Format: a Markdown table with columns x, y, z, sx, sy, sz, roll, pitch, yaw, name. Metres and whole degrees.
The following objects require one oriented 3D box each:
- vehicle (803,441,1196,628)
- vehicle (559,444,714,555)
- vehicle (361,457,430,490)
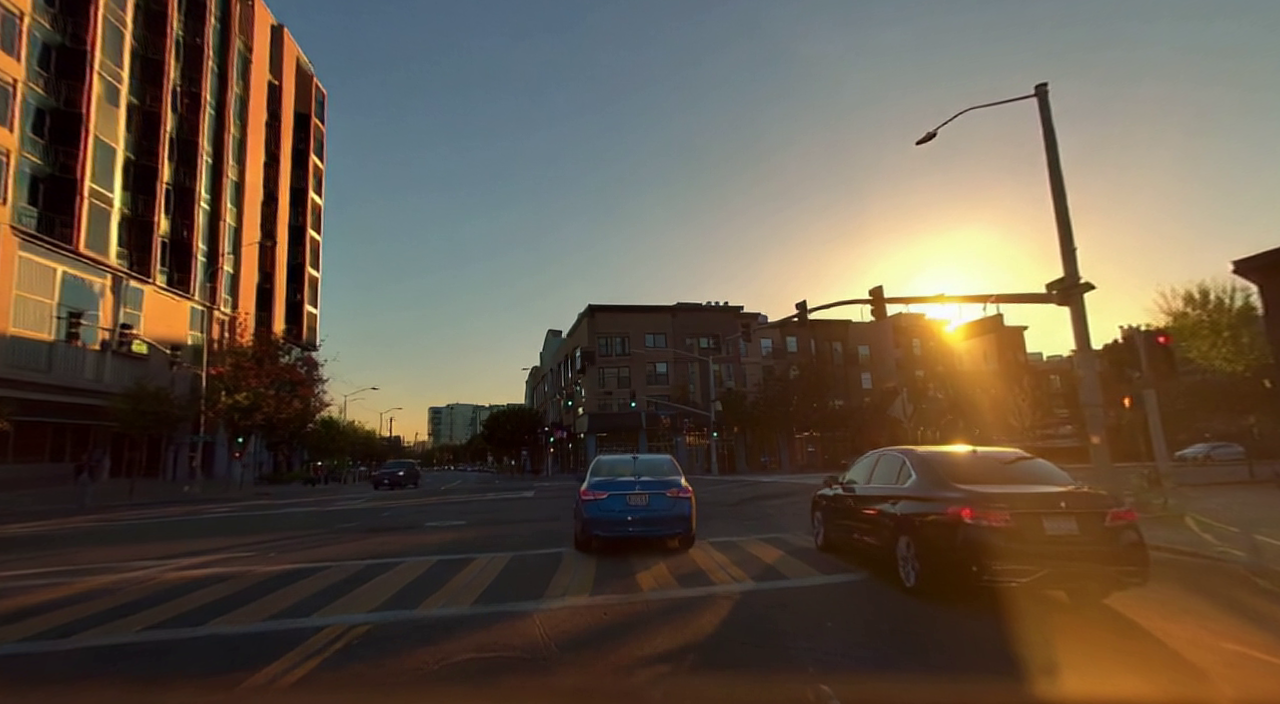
| x | y | z | sx | sy | sz | roll | pitch | yaw | name |
| --- | --- | --- | --- | --- | --- | --- | --- | --- | --- |
| 3.342 | 1.729 | 7.004 | 1.860 | 1.430 | 4.089 | 0 | -9 | -1 | vehicle |
| -0.070 | 2.319 | 10.647 | 2.094 | 1.481 | 4.078 | 0 | -9 | -1 | vehicle |
| -14.713 | 7.303 | 38.251 | 2.126 | 1.782 | 4.880 | 0 | -9 | 1 | vehicle |
